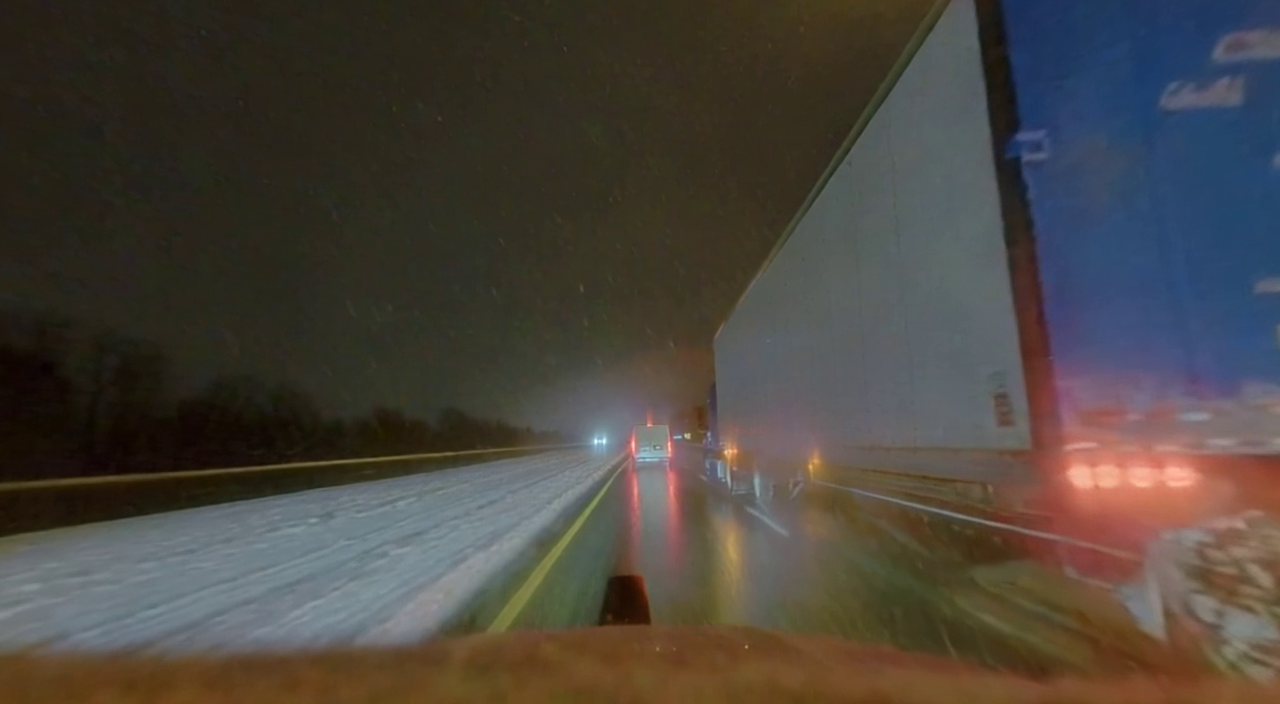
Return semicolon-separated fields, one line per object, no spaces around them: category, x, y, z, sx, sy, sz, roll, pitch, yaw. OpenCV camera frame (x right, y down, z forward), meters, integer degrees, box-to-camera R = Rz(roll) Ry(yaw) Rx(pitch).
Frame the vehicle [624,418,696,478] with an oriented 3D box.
vehicle;0.738;3.638;23.989;2.469;2.027;4.554;0;-8;1

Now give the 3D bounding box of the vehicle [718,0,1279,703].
vehicle;4.079;0.504;9.238;3.892;4.216;16.830;0;-8;1
